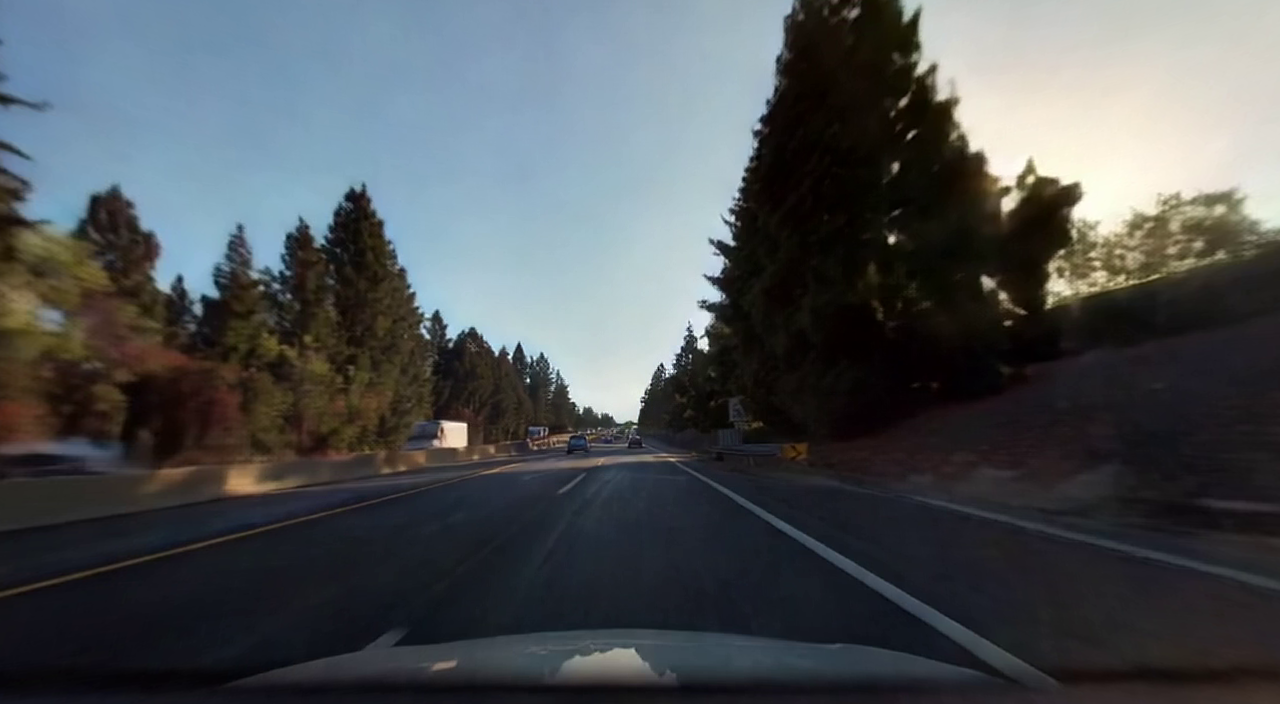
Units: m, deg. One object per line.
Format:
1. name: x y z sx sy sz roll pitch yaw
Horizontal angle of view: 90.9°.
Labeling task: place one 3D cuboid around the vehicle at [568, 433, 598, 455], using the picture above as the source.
1. vehicle: -4.506 7.286 49.990 2.003 1.626 4.256 0 -8 0
